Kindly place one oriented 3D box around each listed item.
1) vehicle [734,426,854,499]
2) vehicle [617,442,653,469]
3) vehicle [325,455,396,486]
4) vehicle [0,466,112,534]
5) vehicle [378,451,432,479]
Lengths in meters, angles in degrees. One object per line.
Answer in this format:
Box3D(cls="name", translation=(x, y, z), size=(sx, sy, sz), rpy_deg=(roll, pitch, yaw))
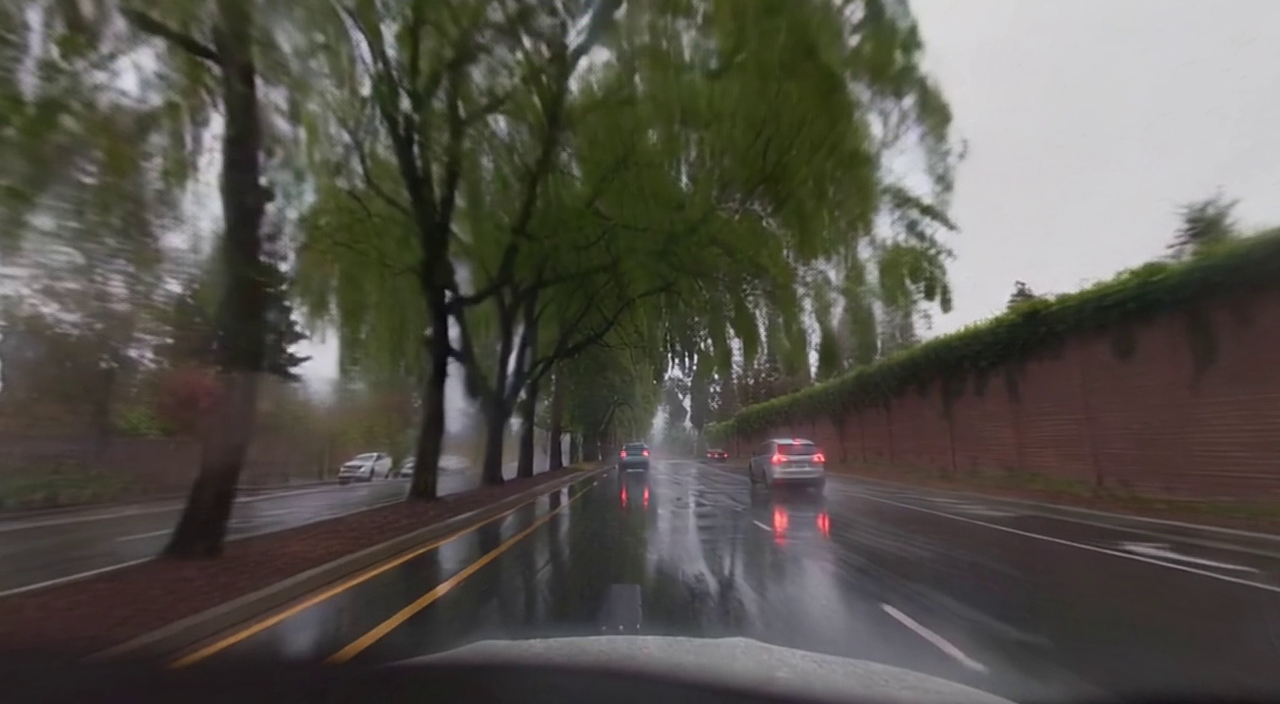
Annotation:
Box3D(cls="vehicle", translation=(4.097, 3.030, 17.714), size=(2.155, 1.752, 4.456), rpy_deg=(0, -8, -1))
Box3D(cls="vehicle", translation=(-0.341, 7.265, 44.432), size=(2.391, 1.739, 3.837), rpy_deg=(-1, -8, 0))
Box3D(cls="vehicle", translation=(-17.316, 7.317, 39.438), size=(2.184, 1.697, 4.826), rpy_deg=(-1, -8, 0))
Box3D(cls="vehicle", translation=(-17.246, 3.981, 17.150), size=(2.012, 1.597, 4.366), rpy_deg=(-1, -8, 0))
Box3D(cls="vehicle", translation=(-17.495, 8.414, 47.278), size=(2.352, 1.857, 4.893), rpy_deg=(-4, -9, -1))
